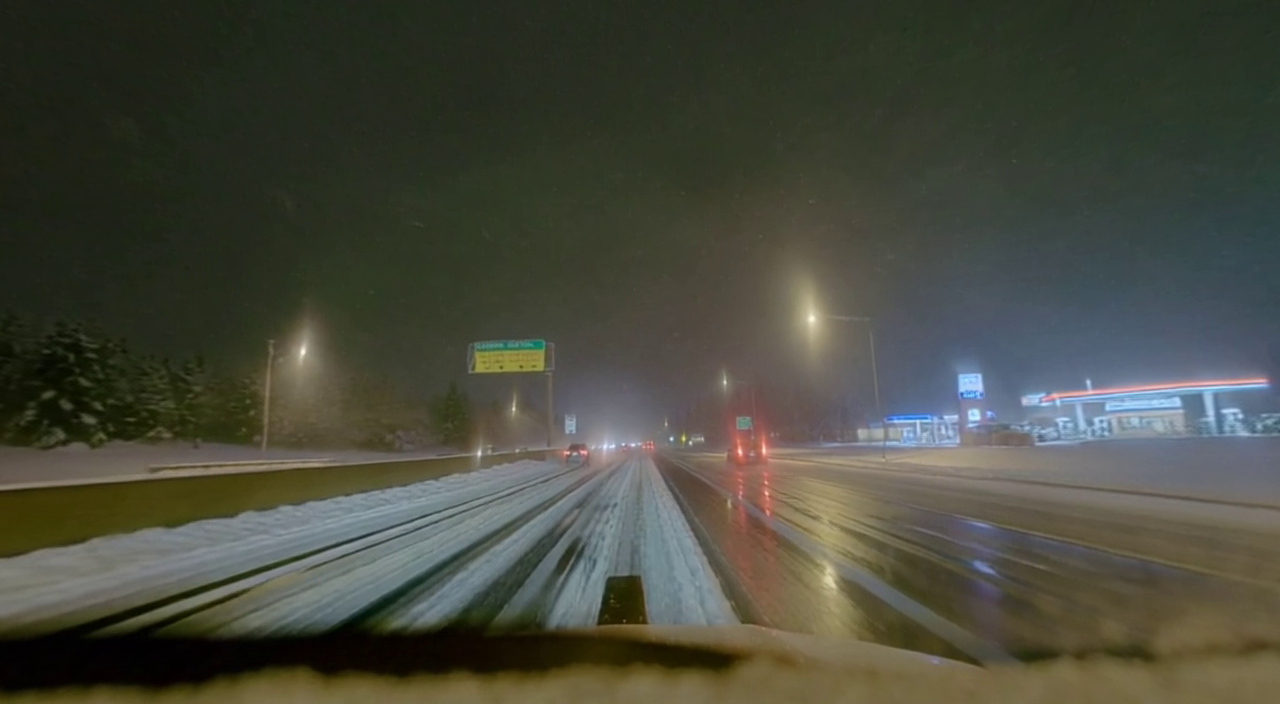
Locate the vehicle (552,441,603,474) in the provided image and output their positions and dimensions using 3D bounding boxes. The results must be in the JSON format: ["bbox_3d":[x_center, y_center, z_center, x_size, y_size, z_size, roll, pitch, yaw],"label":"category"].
[{"bbox_3d":[-3.062,5.257,31.747,2.114,1.510,4.186,-1,-9,1],"label":"vehicle"}]

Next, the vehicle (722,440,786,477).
[{"bbox_3d":[4.850,4.600,27.518,1.909,1.467,4.940,-1,-8,0],"label":"vehicle"}]
